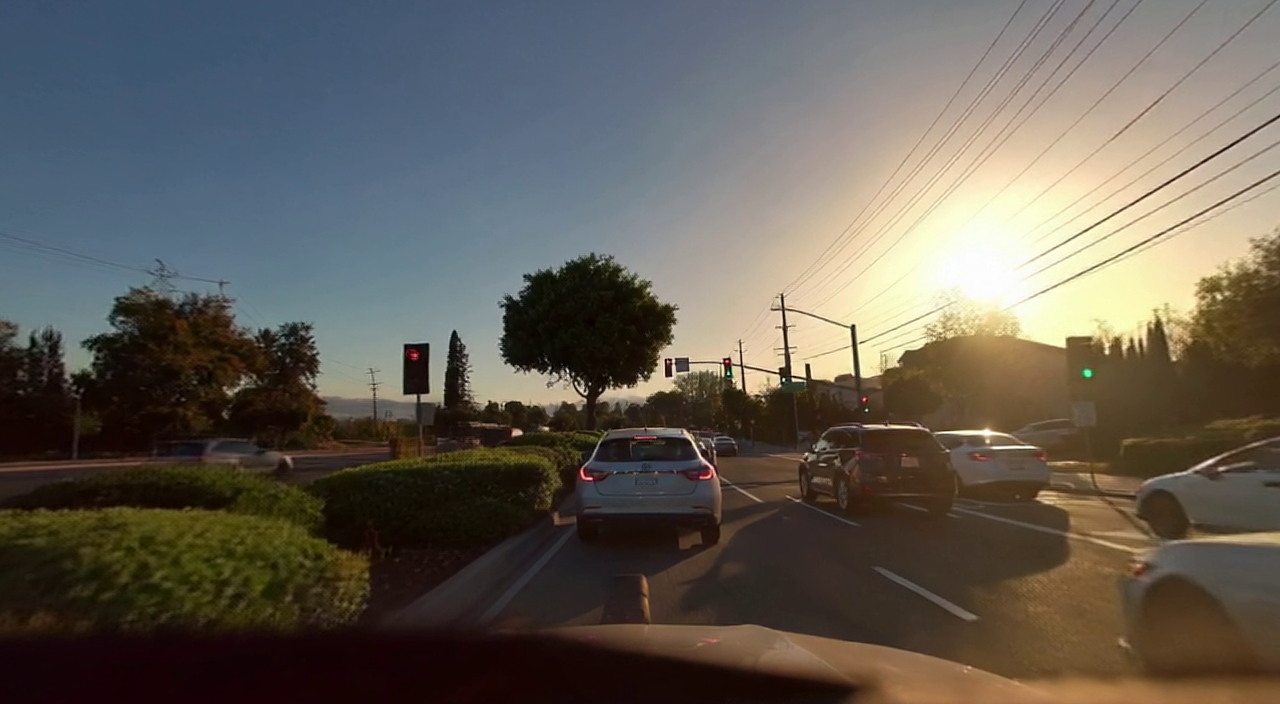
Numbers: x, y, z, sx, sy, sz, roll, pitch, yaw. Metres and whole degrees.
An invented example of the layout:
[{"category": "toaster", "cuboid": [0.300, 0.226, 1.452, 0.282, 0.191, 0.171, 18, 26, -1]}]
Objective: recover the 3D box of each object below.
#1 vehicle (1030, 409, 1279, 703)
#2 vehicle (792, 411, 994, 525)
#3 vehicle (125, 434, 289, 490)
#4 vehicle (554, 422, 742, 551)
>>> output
[{"category": "vehicle", "cuboid": [3.517, 0.849, 1.754, 2.028, 1.454, 4.531, 0, -8, 1]}, {"category": "vehicle", "cuboid": [4.476, 2.135, 12.056, 2.140, 1.753, 4.256, 0, -8, 1]}, {"category": "vehicle", "cuboid": [-17.128, 4.374, 25.456, 2.262, 1.967, 5.814, -1, -8, 3]}, {"category": "vehicle", "cuboid": [0.113, 1.921, 9.693, 2.208, 1.498, 4.401, 0, -8, 1]}]
